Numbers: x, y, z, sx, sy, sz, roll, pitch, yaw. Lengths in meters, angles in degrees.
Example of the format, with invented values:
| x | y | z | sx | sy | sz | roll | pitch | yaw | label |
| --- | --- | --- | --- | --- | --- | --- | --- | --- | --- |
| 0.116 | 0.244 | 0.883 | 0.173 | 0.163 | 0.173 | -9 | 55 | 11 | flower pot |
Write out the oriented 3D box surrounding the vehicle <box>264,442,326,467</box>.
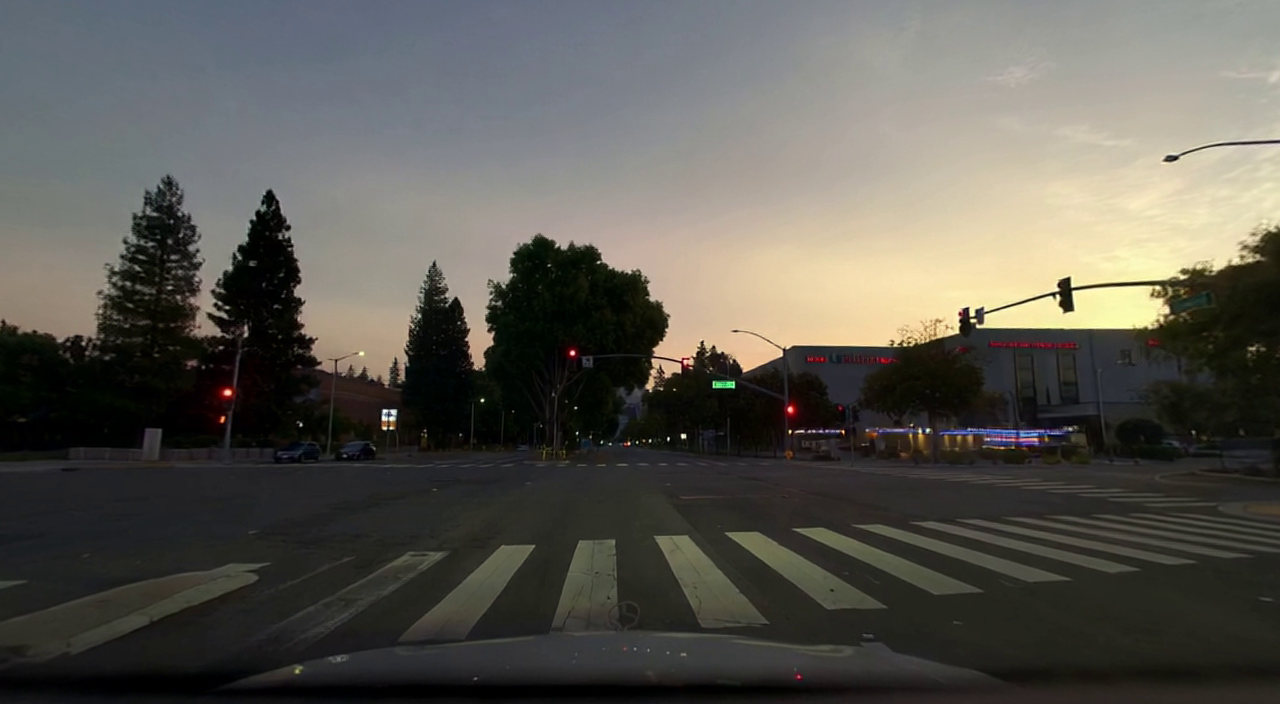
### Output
| x | y | z | sx | sy | sz | roll | pitch | yaw | label |
| --- | --- | --- | --- | --- | --- | --- | --- | --- | --- |
| -21.841 | 6.477 | 40.162 | 2.005 | 1.496 | 4.020 | 1 | -9 | -6 | vehicle |

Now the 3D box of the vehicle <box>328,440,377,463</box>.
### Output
| x | y | z | sx | sy | sz | roll | pitch | yaw | label |
| --- | --- | --- | --- | --- | --- | --- | --- | --- | --- |
| -22.517 | 7.827 | 49.744 | 2.023 | 1.706 | 4.756 | 1 | -8 | -6 | vehicle |
